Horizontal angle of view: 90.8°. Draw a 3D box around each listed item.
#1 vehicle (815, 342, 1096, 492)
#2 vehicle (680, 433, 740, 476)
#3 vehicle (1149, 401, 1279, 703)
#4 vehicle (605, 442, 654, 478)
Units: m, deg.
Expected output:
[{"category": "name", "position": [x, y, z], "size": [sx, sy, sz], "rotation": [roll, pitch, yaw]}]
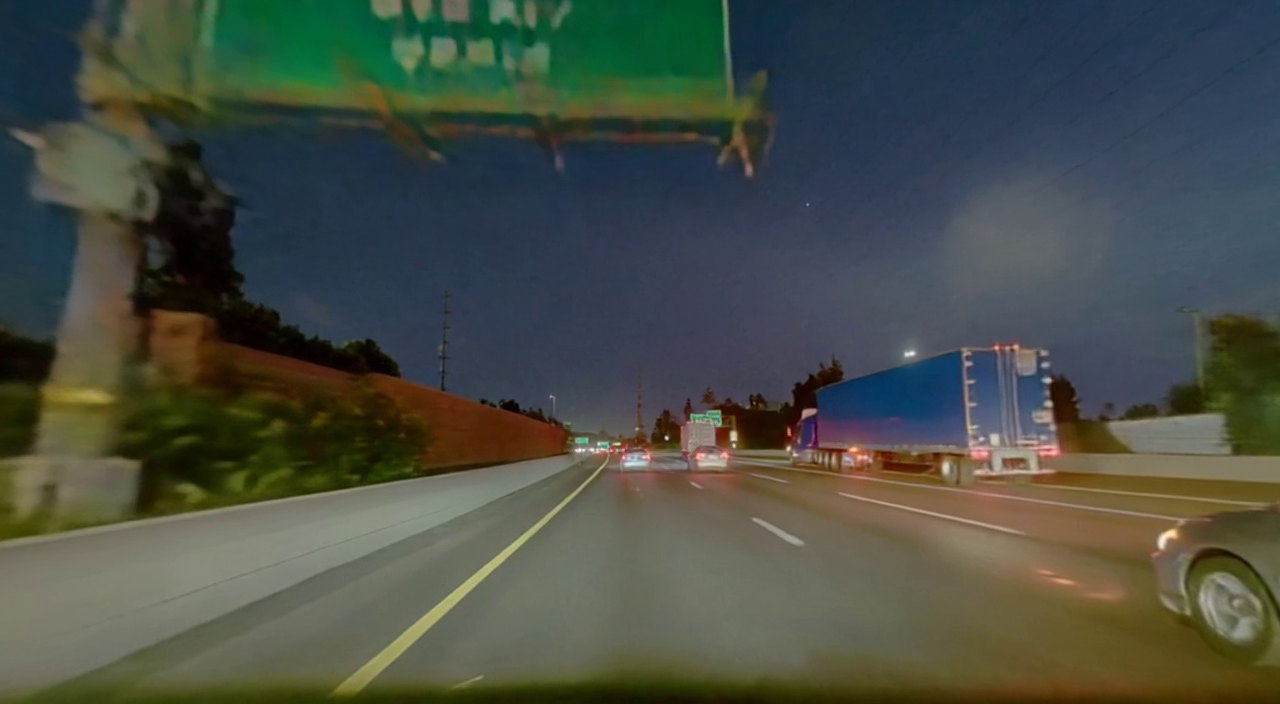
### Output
[{"category": "vehicle", "position": [10.856, 2.919, 25.264], "size": [2.914, 4.134, 15.553], "rotation": [0, -9, -1]}, {"category": "vehicle", "position": [3.189, 4.821, 29.862], "size": [2.114, 1.849, 4.692], "rotation": [0, -9, -2]}, {"category": "vehicle", "position": [3.507, 0.701, 0.986], "size": [1.922, 1.465, 4.165], "rotation": [0, -9, 0]}, {"category": "vehicle", "position": [-0.491, 4.882, 28.791], "size": [2.083, 1.477, 3.965], "rotation": [0, -9, -2]}]
